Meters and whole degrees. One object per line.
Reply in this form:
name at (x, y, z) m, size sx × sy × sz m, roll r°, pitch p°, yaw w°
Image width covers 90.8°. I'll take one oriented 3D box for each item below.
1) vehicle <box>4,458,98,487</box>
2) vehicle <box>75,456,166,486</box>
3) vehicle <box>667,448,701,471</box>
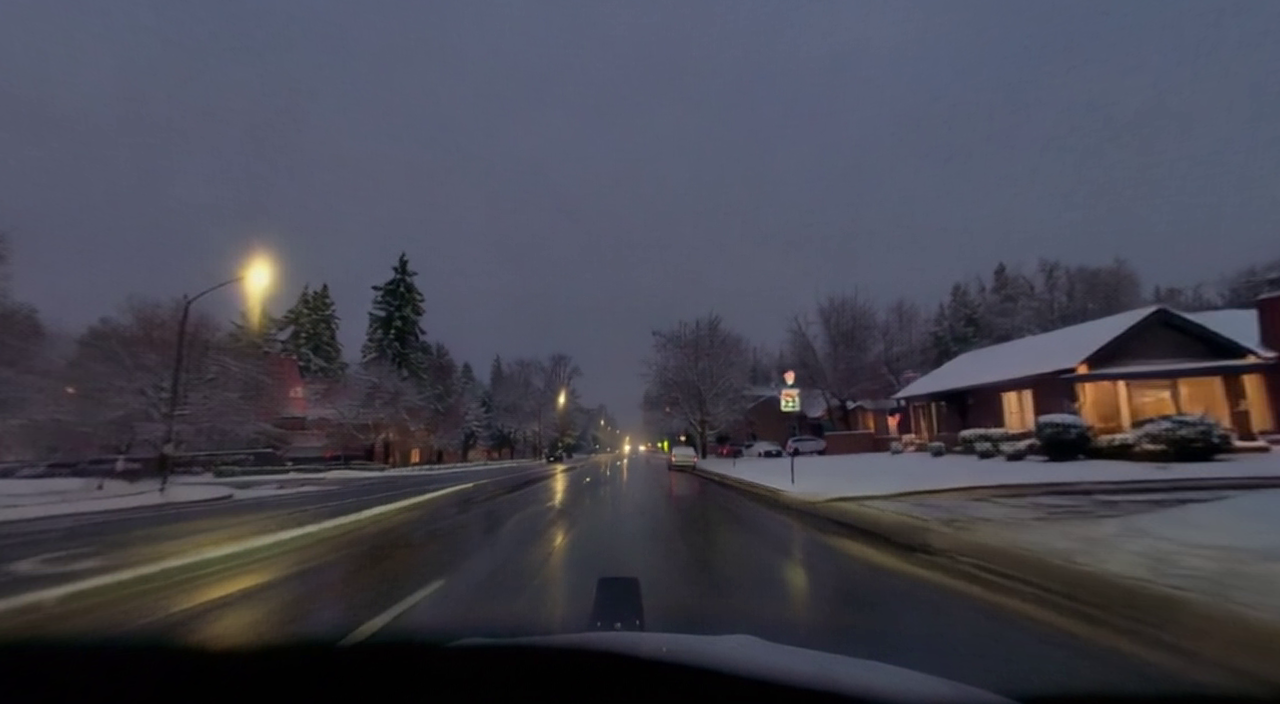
vehicle at (-41.563, 8.504, 44.737) m, size 2.105 × 1.834 × 4.518 m, roll 0°, pitch -8°, yaw 3°
vehicle at (-36.046, 8.246, 44.047) m, size 2.007 × 1.822 × 4.919 m, roll 0°, pitch -8°, yaw 2°
vehicle at (3.108, 7.763, 45.919) m, size 2.080 × 1.503 × 4.821 m, roll 0°, pitch -8°, yaw -1°
